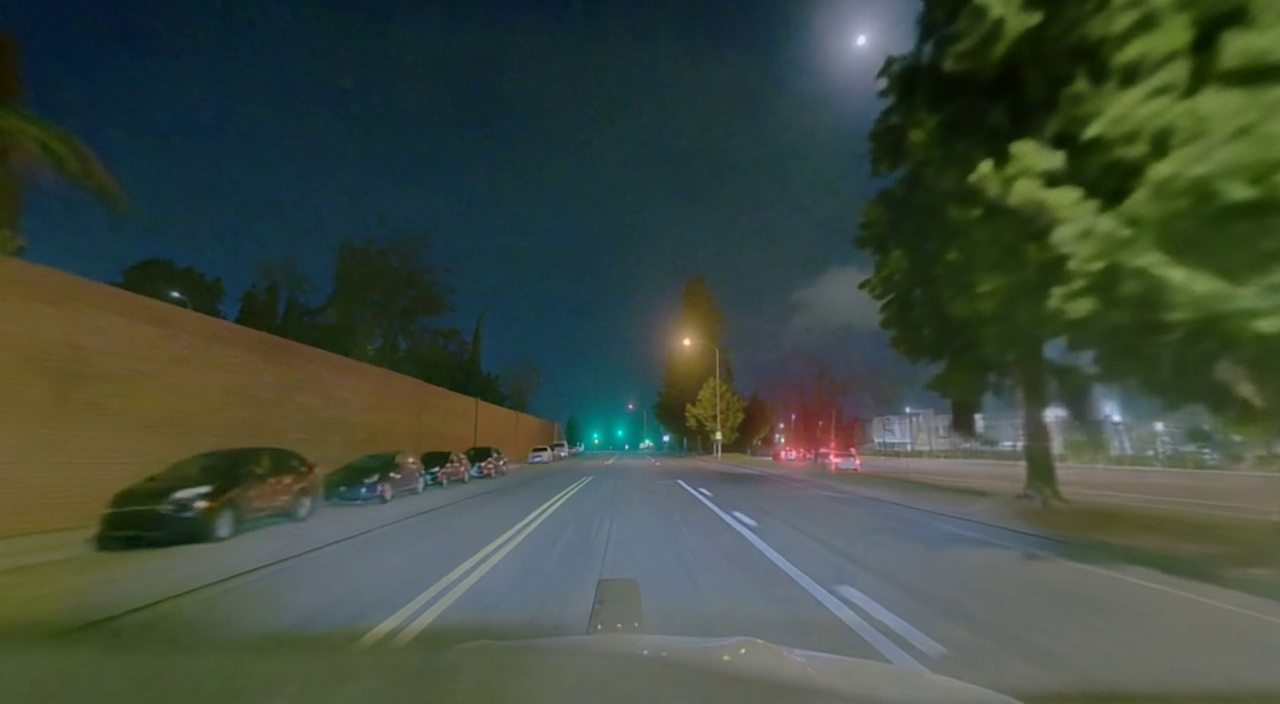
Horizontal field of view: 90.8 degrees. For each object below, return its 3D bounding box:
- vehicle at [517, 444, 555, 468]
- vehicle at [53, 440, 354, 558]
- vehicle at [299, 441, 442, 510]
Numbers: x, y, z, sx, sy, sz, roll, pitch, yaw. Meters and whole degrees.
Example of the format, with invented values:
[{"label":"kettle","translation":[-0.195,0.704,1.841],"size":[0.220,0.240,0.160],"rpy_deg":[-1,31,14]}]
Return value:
[{"label":"vehicle","translation":[-7.249,7.248,44.444],"size":[1.989,1.485,4.218],"rpy_deg":[1,-7,0]},{"label":"vehicle","translation":[-6.846,2.279,10.735],"size":[1.899,1.485,4.593],"rpy_deg":[1,-8,-1]},{"label":"vehicle","translation":[-6.951,3.176,16.889],"size":[1.779,1.473,4.510],"rpy_deg":[1,-7,1]}]
